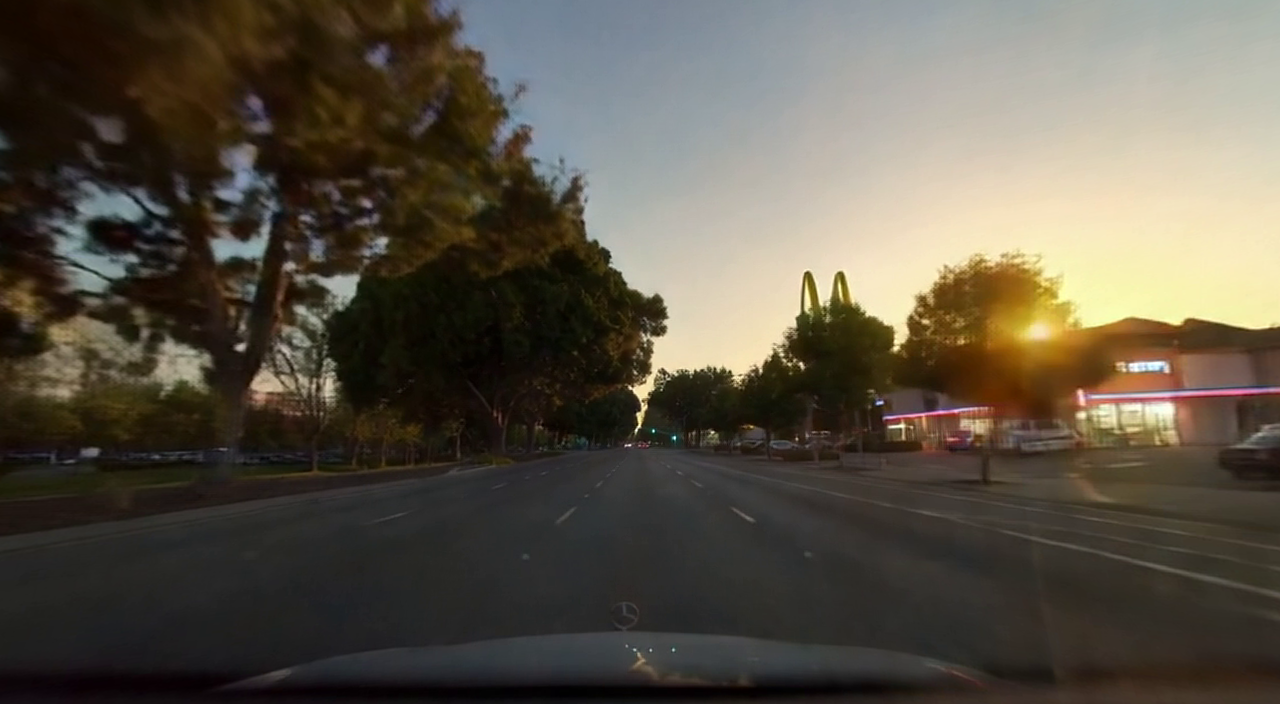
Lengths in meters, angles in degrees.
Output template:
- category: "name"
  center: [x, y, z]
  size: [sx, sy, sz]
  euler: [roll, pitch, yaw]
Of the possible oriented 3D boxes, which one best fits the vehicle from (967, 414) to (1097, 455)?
- category: "vehicle"
  center: [26.642, 5.665, 43.186]
  size: [7.147, 2.712, 2.343]
  euler: [0, -8, 1]
